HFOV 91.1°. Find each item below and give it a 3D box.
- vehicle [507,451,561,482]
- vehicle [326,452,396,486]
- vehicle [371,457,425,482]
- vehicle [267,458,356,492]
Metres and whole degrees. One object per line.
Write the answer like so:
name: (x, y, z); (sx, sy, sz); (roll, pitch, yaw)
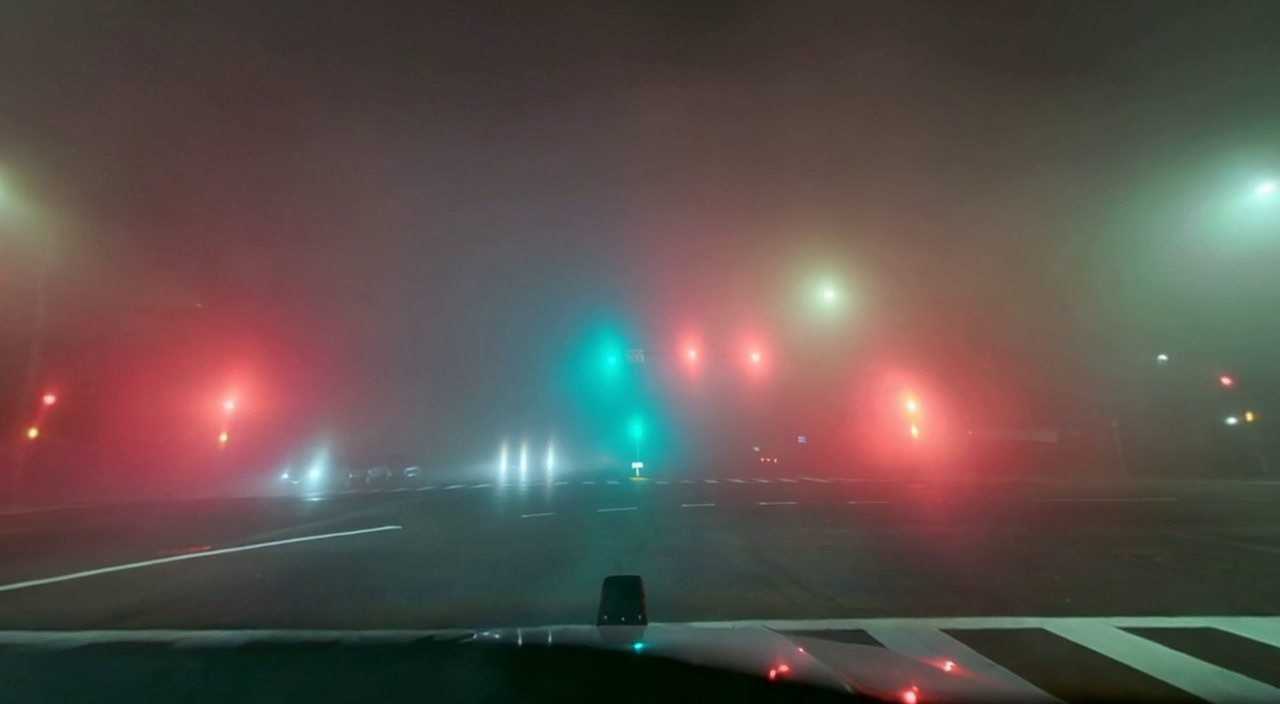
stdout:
vehicle: (-5.676, 6.191, 34.154); (2.154, 1.501, 4.416); (0, -9, 0)
vehicle: (-16.458, 6.895, 37.318); (1.960, 1.819, 5.018); (0, -9, -2)
vehicle: (-16.451, 7.989, 42.919); (1.804, 1.486, 4.625); (0, -9, 1)
vehicle: (-16.296, 6.099, 31.442); (2.055, 1.506, 4.663); (0, -9, -2)
